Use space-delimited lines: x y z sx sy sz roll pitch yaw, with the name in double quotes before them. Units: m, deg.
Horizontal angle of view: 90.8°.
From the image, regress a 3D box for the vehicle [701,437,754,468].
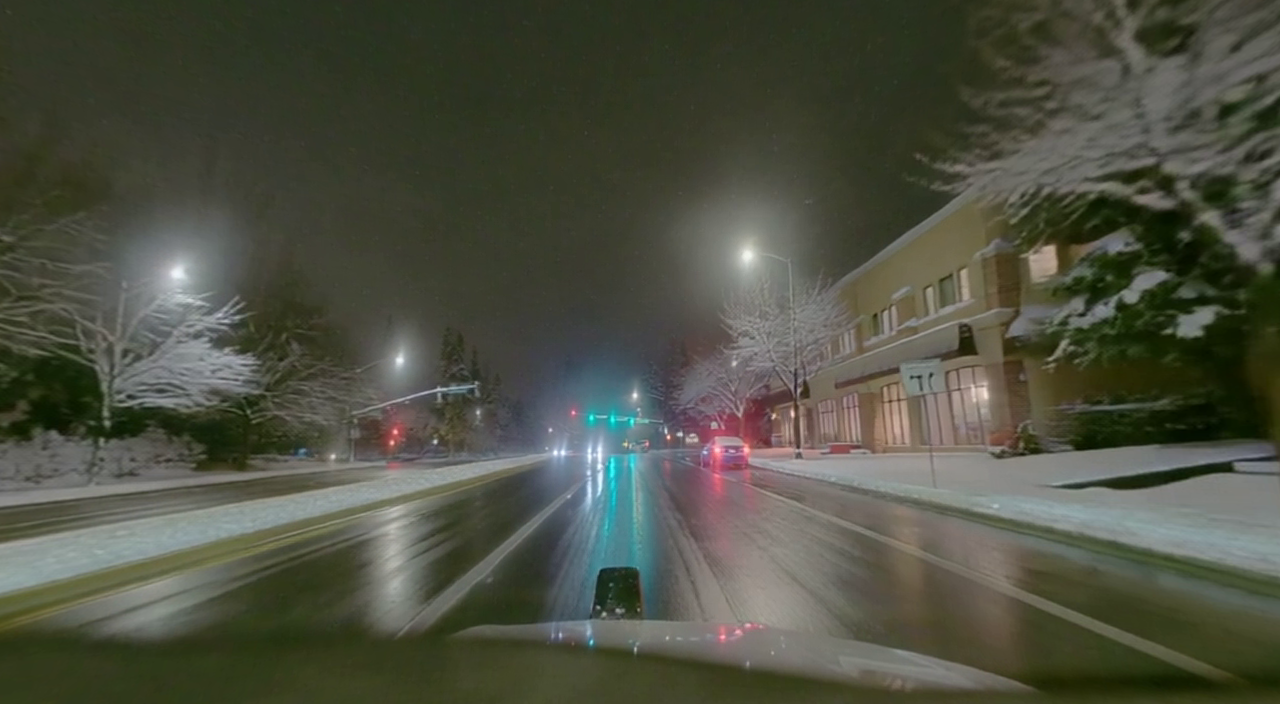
"vehicle" 4.479 5.213 32.857 1.942 1.469 4.049 0 -8 -3
